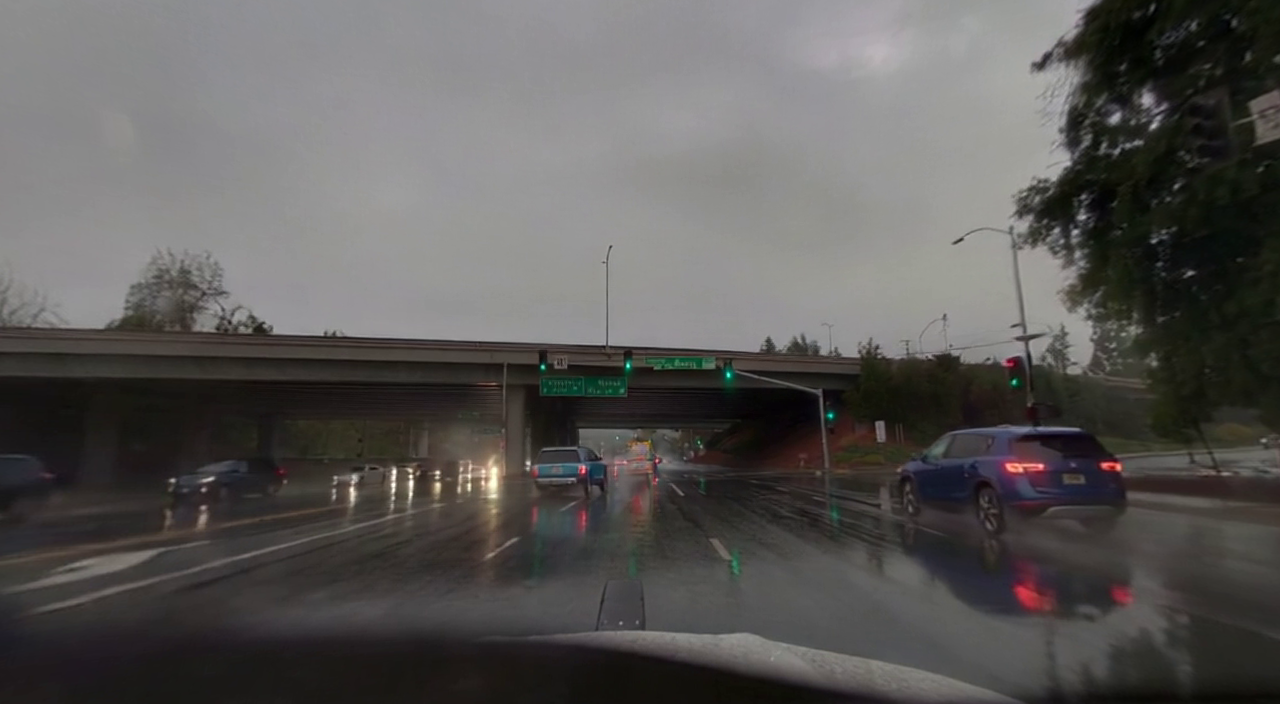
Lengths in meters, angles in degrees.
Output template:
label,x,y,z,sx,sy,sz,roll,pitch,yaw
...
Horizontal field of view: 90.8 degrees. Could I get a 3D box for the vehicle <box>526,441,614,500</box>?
label,x,y,z,sx,sy,sz,roll,pitch,yaw
vehicle,-2.272,3.998,21.840,2.060,1.768,4.681,-1,-8,6

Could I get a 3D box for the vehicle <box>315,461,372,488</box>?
label,x,y,z,sx,sy,sz,roll,pitch,yaw
vehicle,-19.712,8.139,42.198,1.857,1.534,4.221,0,-8,-1

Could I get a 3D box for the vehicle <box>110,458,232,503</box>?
label,x,y,z,sx,sy,sz,roll,pitch,yaw
vehicle,-23.298,6.351,31.714,2.039,1.965,5.291,0,-8,0

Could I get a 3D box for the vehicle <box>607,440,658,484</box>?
label,x,y,z,sx,sy,sz,roll,pitch,yaw
vehicle,-0.314,5.464,31.803,2.342,2.026,4.642,0,-8,1

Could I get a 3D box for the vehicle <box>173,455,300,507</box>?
label,x,y,z,sx,sy,sz,roll,pitch,yaw
vehicle,-15.962,5.081,25.385,2.007,1.730,4.774,-1,-8,-1

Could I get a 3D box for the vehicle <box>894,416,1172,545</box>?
label,x,y,z,sx,sy,sz,roll,pitch,yaw
vehicle,6.426,2.129,11.120,2.074,1.785,4.320,0,-8,0
